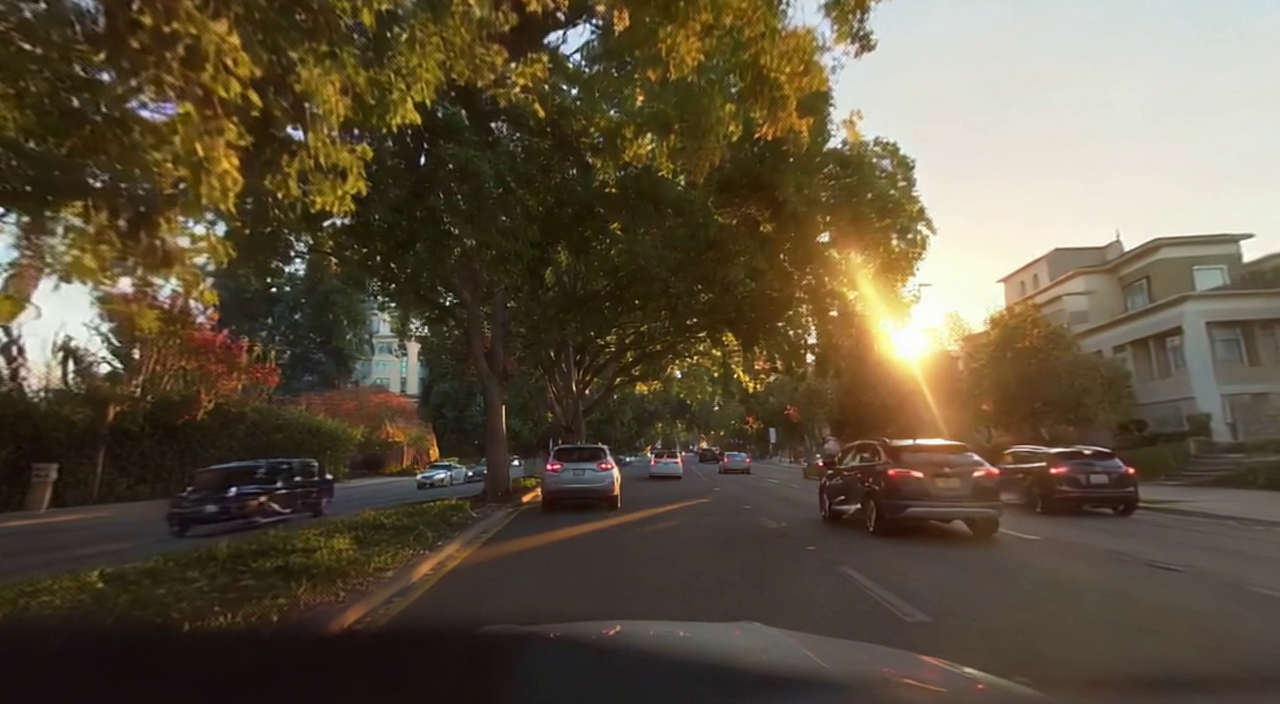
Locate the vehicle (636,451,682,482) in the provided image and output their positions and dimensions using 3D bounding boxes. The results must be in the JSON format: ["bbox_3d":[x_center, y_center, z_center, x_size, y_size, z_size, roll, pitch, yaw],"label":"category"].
[{"bbox_3d":[0.969,5.746,31.927,2.161,1.445,3.772,0,-8,2],"label":"vehicle"}]

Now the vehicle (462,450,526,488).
[{"bbox_3d":[-7.372,5.911,32.352,2.026,1.755,4.430,-1,-8,3],"label":"vehicle"}]

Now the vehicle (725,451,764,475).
[{"bbox_3d":[6.906,7.402,42.274,2.175,1.477,4.520,-1,-8,5],"label":"vehicle"}]

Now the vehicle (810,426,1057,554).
[{"bbox_3d":[4.581,2.208,10.831,2.220,1.715,4.335,0,-8,2],"label":"vehicle"}]

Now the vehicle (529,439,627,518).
[{"bbox_3d":[-1.441,3.001,15.516,2.106,1.655,3.717,0,-8,-3],"label":"vehicle"}]

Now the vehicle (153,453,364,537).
[{"bbox_3d":[-8.054,3.004,13.908,1.966,1.489,4.099,0,-8,2],"label":"vehicle"}]

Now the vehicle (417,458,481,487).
[{"bbox_3d":[-10.861,6.865,36.215,2.126,1.434,4.305,-1,-8,3],"label":"vehicle"}]

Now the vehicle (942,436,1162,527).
[{"bbox_3d":[8.865,2.787,14.206,2.168,1.709,4.289,-1,-8,3],"label":"vehicle"}]
